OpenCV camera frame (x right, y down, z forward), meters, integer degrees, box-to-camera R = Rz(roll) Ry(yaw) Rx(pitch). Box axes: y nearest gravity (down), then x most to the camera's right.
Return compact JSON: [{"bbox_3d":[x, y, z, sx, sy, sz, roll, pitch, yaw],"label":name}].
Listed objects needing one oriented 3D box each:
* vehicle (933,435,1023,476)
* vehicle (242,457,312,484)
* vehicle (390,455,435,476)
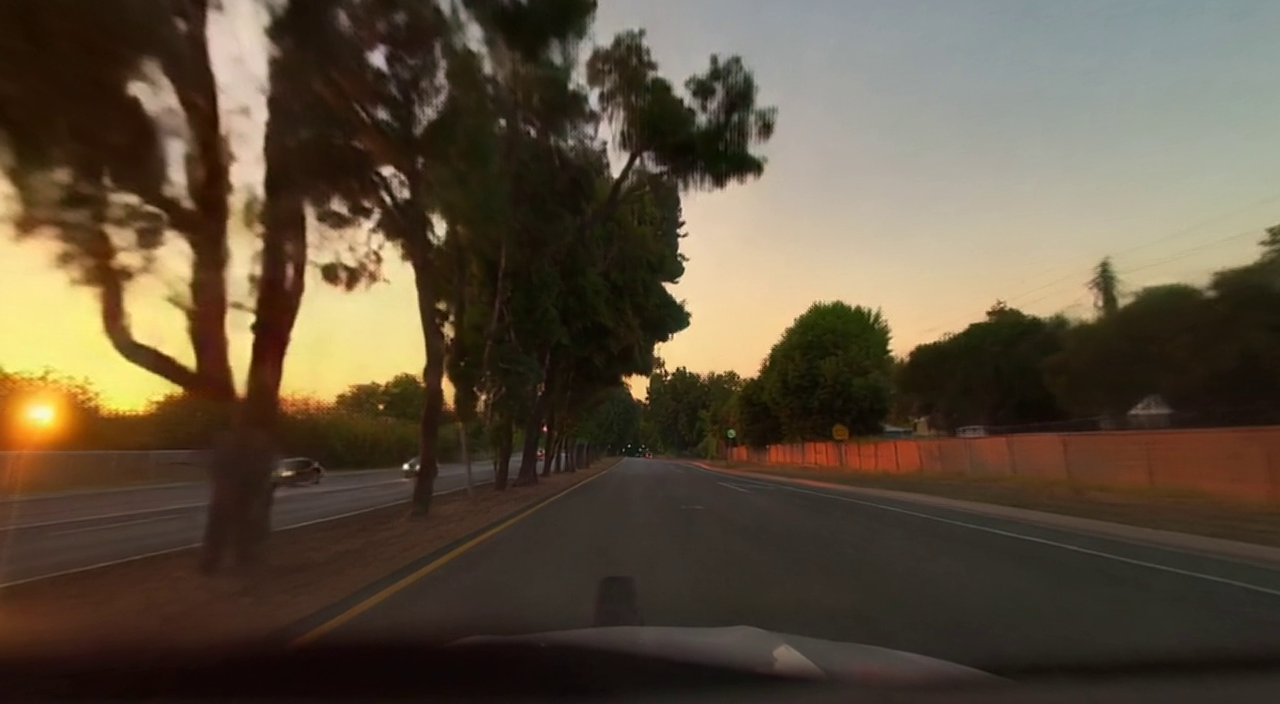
[{"bbox_3d":[16.489,5.040,30.990,1.855,1.670,4.616,-4,-7,1],"label":"vehicle"},{"bbox_3d":[-25.431,8.279,44.304,2.005,1.708,4.760,0,-9,1],"label":"vehicle"},{"bbox_3d":[-17.512,8.711,48.594,1.845,1.478,4.574,1,-9,-1],"label":"vehicle"}]
